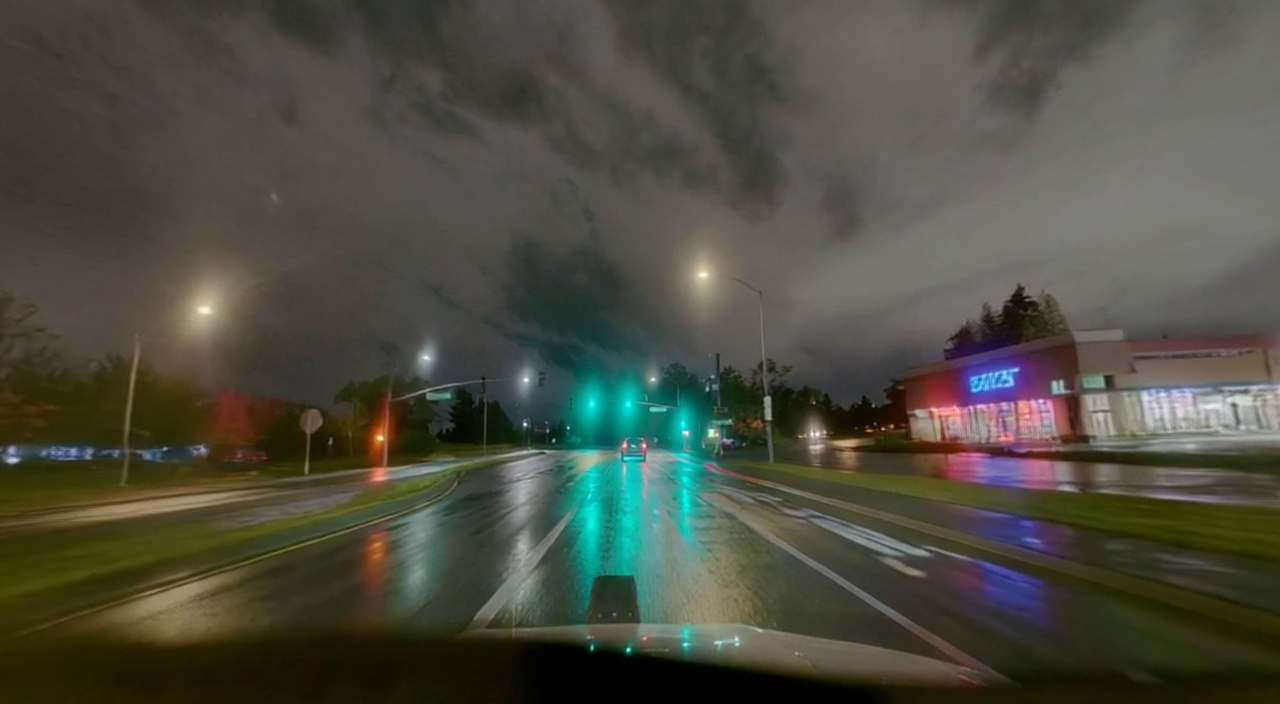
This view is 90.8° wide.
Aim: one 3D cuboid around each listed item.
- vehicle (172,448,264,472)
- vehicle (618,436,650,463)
[{"bbox_3d":[-30.553,7.814,45.836,5.136,1.723,1.953,0,-8,-2],"label":"vehicle"},{"bbox_3d":[-0.399,6.450,41.913,2.024,1.628,4.774,0,-8,-1],"label":"vehicle"}]
